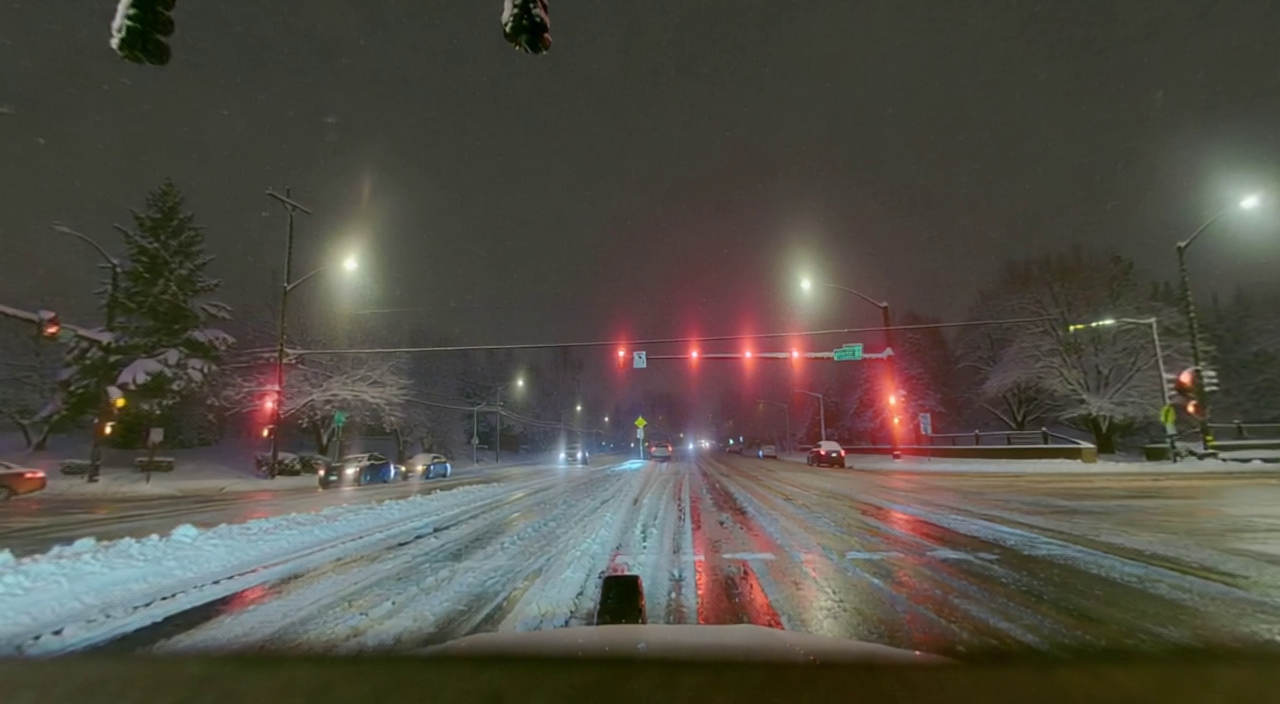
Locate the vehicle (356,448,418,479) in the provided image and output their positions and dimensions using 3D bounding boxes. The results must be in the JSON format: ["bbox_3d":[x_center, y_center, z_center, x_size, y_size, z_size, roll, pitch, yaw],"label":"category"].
[{"bbox_3d":[-16.181,7.104,40.447,1.960,1.819,5.018,0,-9,-1],"label":"vehicle"}]

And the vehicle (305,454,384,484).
[{"bbox_3d":[-16.093,6.375,34.496,2.055,1.506,4.663,0,-9,0],"label":"vehicle"}]
